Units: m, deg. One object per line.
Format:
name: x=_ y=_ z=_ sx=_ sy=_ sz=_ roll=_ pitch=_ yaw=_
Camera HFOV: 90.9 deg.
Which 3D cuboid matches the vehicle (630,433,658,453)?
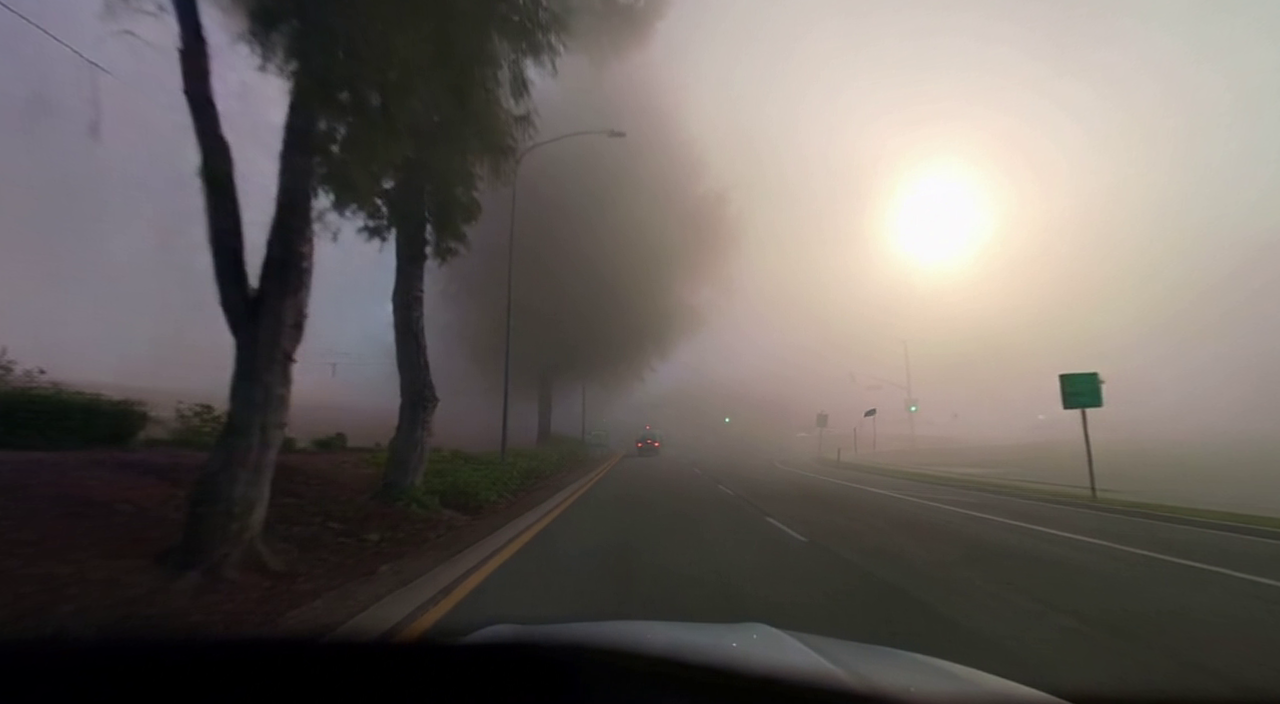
vehicle: x=0.258 y=6.915 z=47.822 sx=2.056 sy=1.473 sz=4.380 roll=0 pitch=-8 yaw=-1
